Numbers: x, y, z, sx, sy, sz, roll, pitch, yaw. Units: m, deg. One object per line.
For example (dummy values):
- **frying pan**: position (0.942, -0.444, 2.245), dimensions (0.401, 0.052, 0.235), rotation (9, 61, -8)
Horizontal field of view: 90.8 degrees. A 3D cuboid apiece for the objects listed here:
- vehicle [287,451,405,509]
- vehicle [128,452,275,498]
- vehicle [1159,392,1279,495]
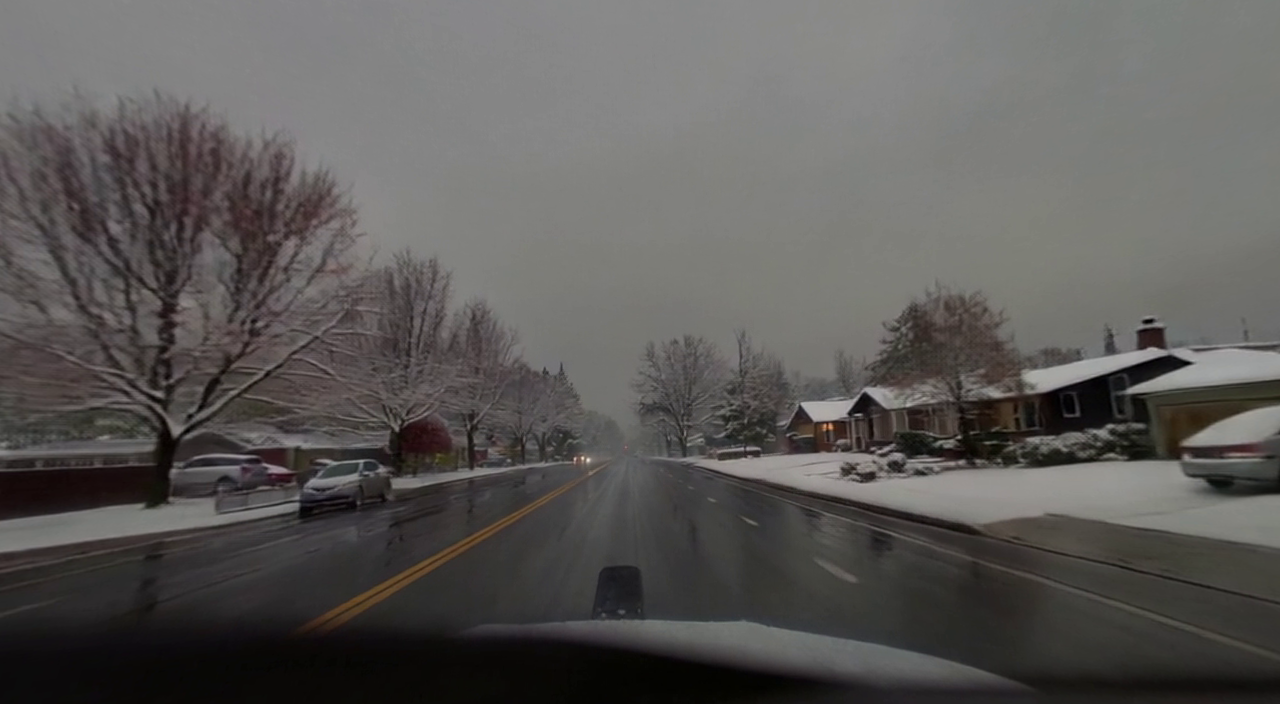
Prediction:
- **vehicle**: position (-9.733, 4.224, 21.353), dimensions (1.931, 1.465, 4.683), rotation (-5, -8, -3)
- **vehicle**: position (-19.599, 5.486, 28.449), dimensions (4.802, 1.868, 2.395), rotation (-1, -9, -2)
- **vehicle**: position (13.948, 1.867, 13.037), dimensions (4.441, 1.932, 2.243), rotation (0, -8, -1)
